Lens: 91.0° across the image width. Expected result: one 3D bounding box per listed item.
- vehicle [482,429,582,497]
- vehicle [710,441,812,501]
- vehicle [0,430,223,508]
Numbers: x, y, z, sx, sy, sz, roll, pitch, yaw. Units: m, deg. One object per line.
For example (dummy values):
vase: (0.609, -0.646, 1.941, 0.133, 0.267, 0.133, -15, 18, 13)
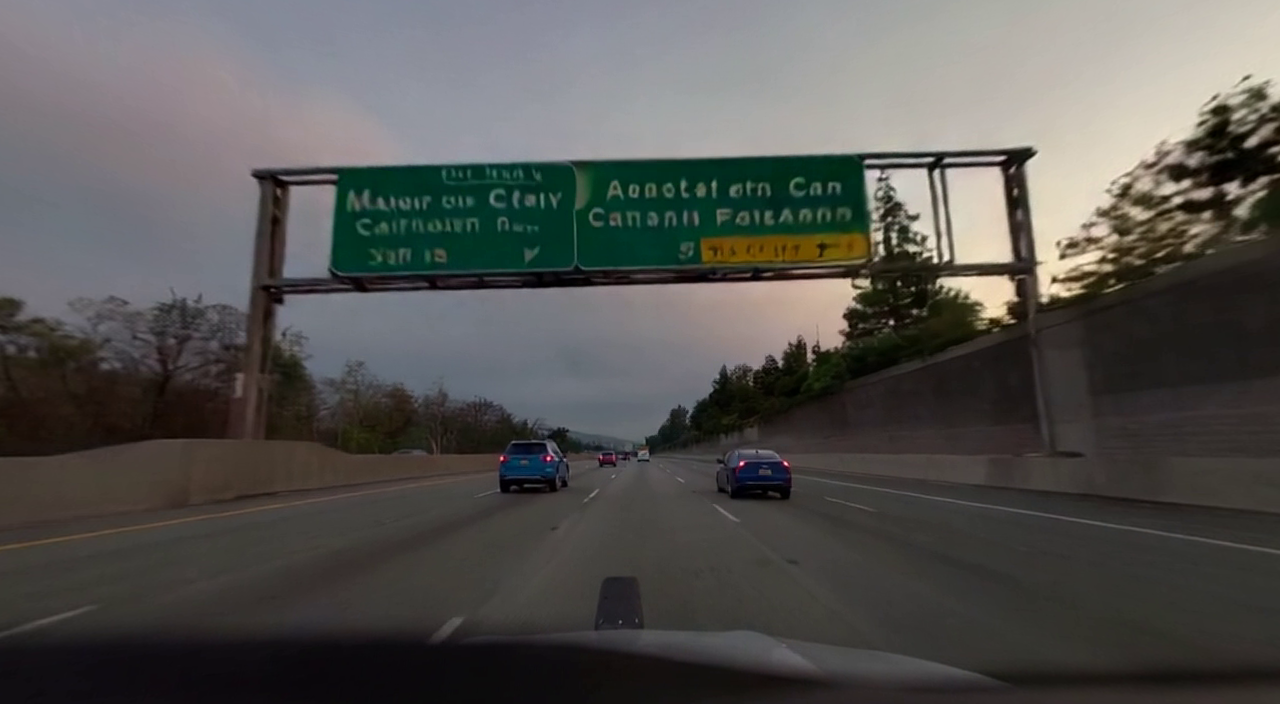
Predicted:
vehicle: (-3.041, 3.254, 18.768, 2.137, 1.756, 4.453, 0, -9, 1)
vehicle: (3.251, 3.293, 17.849, 1.979, 1.486, 4.125, 0, -9, -1)
vehicle: (-12.085, 2.638, 14.566, 1.941, 1.526, 4.125, 0, -9, 1)
